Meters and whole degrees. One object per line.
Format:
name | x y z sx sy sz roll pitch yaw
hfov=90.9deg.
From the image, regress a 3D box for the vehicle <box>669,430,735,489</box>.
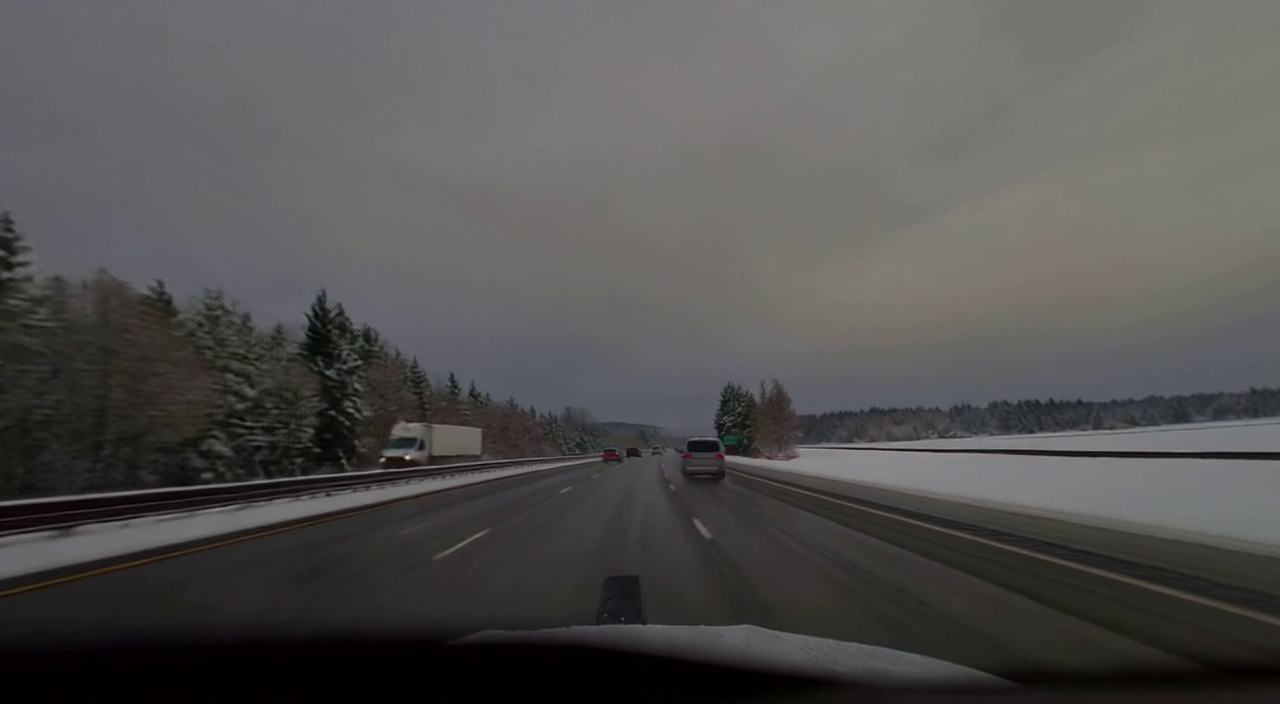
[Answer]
vehicle | 2.279 4.151 24.593 2.219 2.033 4.911 -1 -9 2
